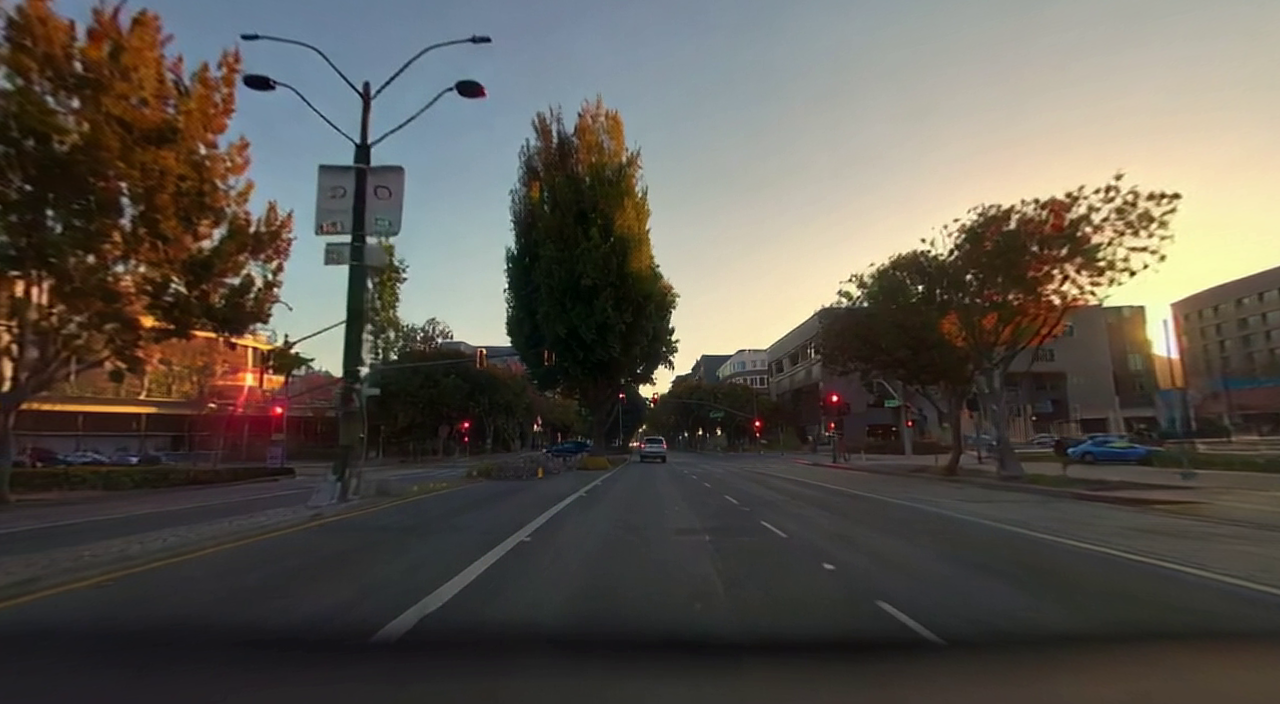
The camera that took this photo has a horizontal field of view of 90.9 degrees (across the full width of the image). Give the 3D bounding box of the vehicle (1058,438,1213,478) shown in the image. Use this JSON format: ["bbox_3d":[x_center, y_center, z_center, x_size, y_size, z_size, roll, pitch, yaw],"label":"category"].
[{"bbox_3d":[19.807,4.248,25.352,4.479,1.488,2.038,0,-8,0],"label":"vehicle"}]

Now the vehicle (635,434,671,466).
[{"bbox_3d":[0.773,5.871,37.883,1.994,1.759,4.186,0,-8,1],"label":"vehicle"}]
